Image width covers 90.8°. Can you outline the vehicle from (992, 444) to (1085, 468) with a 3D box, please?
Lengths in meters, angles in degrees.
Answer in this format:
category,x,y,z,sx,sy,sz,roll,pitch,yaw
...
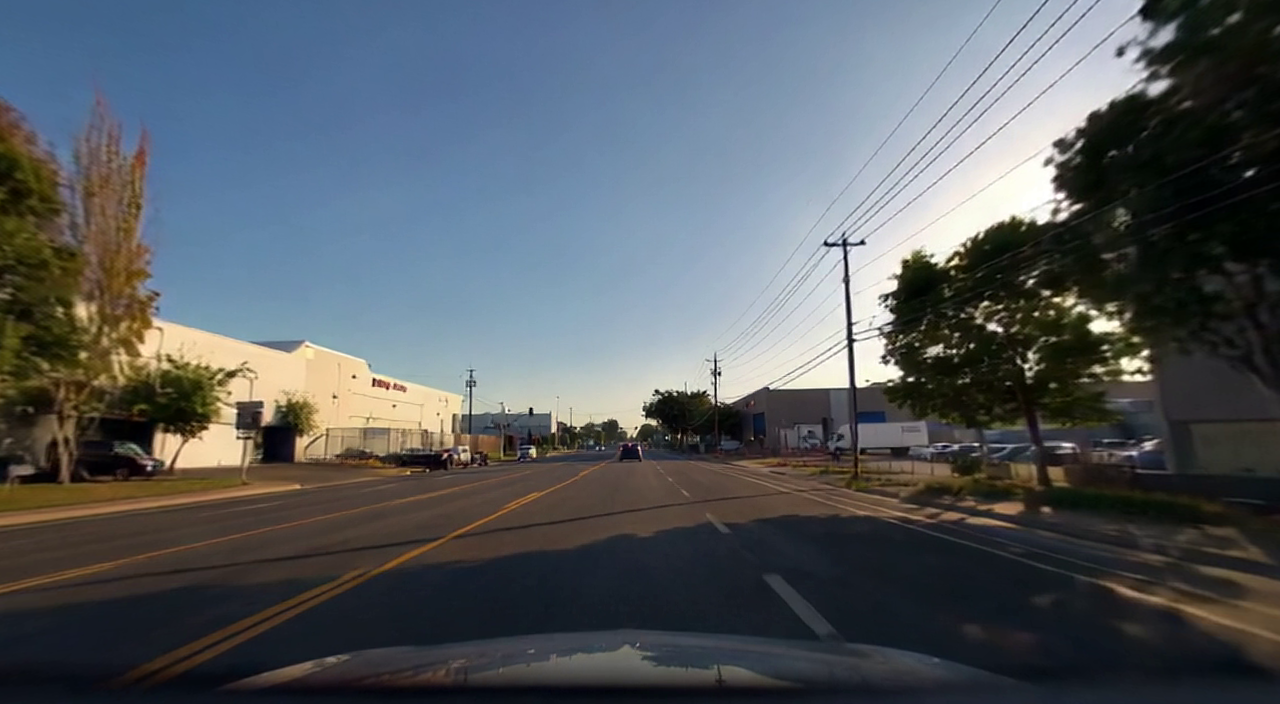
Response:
category,x,y,z,sx,sy,sz,roll,pitch,yaw
vehicle,25.745,6.701,40.917,4.625,1.484,1.997,-1,-8,1

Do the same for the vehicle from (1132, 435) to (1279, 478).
category,x,y,z,sx,sy,sz,roll,pitch,yaw
vehicle,24.828,4.566,27.679,4.805,1.781,1.974,0,-8,0

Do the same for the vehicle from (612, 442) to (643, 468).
category,x,y,z,sx,sy,sz,roll,pitch,yaw
vehicle,-0.791,6.667,41.253,1.937,1.588,3.746,0,-8,0

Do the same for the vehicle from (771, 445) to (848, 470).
category,x,y,z,sx,sy,sz,roll,pitch,yaw
vehicle,11.701,7.316,43.926,4.758,1.496,1.871,-2,-9,-1

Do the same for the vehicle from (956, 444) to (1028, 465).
category,x,y,z,sx,sy,sz,roll,pitch,yaw
vehicle,25.768,7.533,46.374,4.134,1.441,1.836,-1,-8,1
